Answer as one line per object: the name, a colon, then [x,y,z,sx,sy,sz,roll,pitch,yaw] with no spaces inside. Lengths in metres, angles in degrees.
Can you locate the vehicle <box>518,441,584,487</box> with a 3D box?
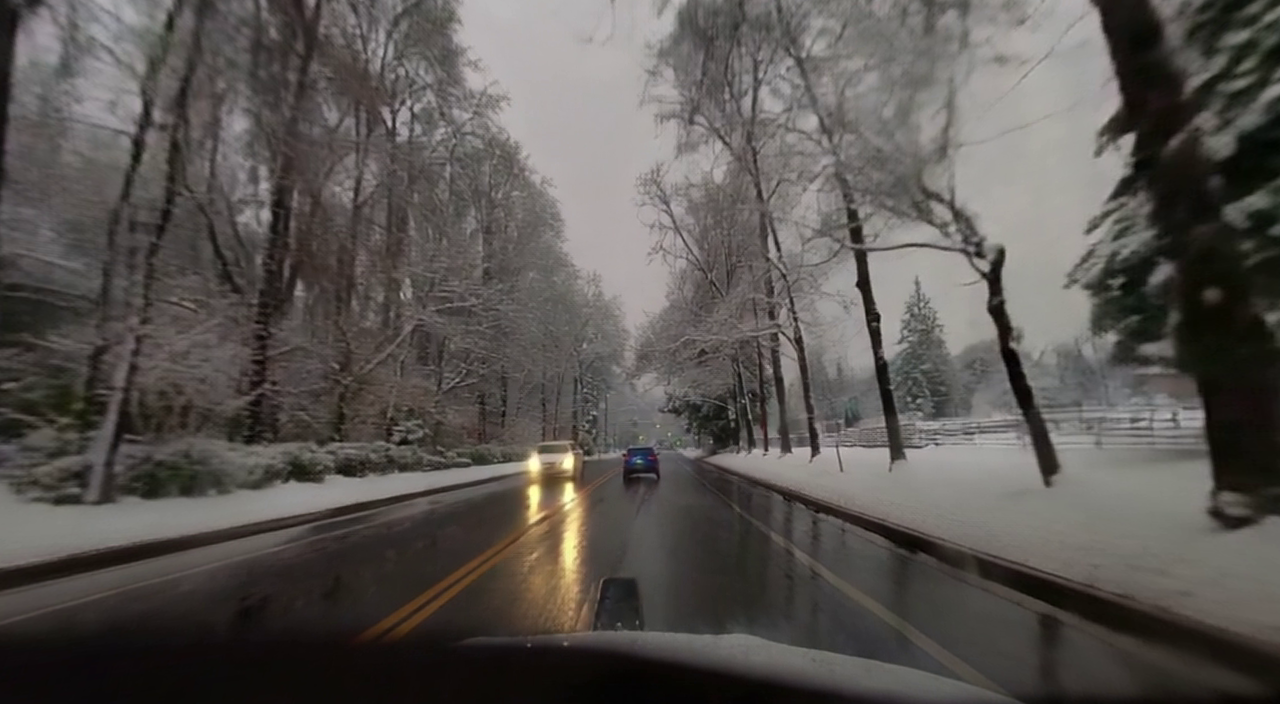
vehicle: [-3.601,4.587,26.273,2.078,1.720,3.822,-1,-8,2]

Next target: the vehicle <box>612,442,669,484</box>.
vehicle: [0.117,4.552,26.271,2.152,1.574,4.223,-1,-8,3]

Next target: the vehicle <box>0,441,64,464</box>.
vehicle: [-46.170,7.434,46.988,1.897,1.584,4.678,-1,-8,5]
